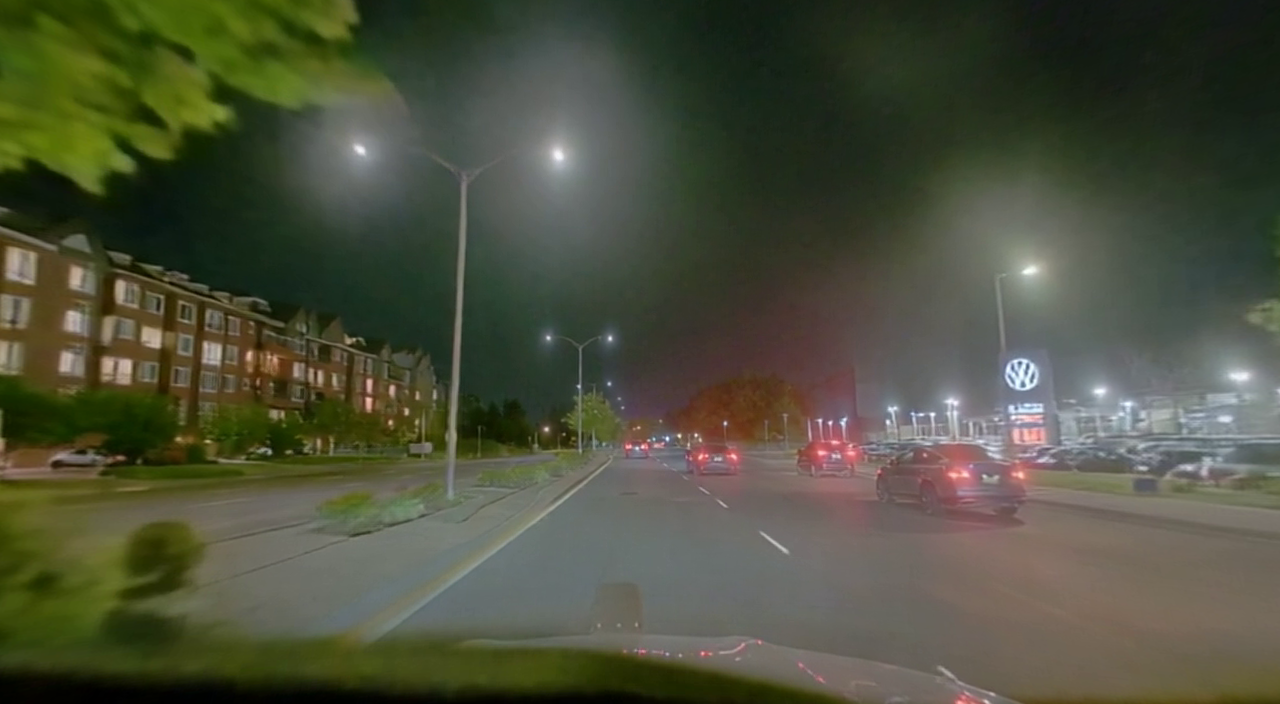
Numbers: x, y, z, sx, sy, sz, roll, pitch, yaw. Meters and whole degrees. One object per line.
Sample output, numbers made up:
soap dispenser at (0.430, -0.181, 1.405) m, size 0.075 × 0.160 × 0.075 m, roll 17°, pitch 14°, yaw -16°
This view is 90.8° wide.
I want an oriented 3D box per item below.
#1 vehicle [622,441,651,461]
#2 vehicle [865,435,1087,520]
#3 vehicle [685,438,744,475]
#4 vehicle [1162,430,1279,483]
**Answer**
vehicle at (-0.287, 7.357, 47.095) m, size 2.095 × 1.456 × 3.873 m, roll 0°, pitch -8°, yaw -1°
vehicle at (6.947, 2.614, 13.840) m, size 2.098 × 1.507 × 4.655 m, roll 0°, pitch -8°, yaw -3°
vehicle at (3.325, 4.760, 29.063) m, size 1.953 × 1.514 × 4.672 m, roll 0°, pitch -8°, yaw -2°
vehicle at (20.915, 3.527, 21.431) m, size 4.646 × 1.690 × 1.971 m, roll 0°, pitch -8°, yaw -1°
